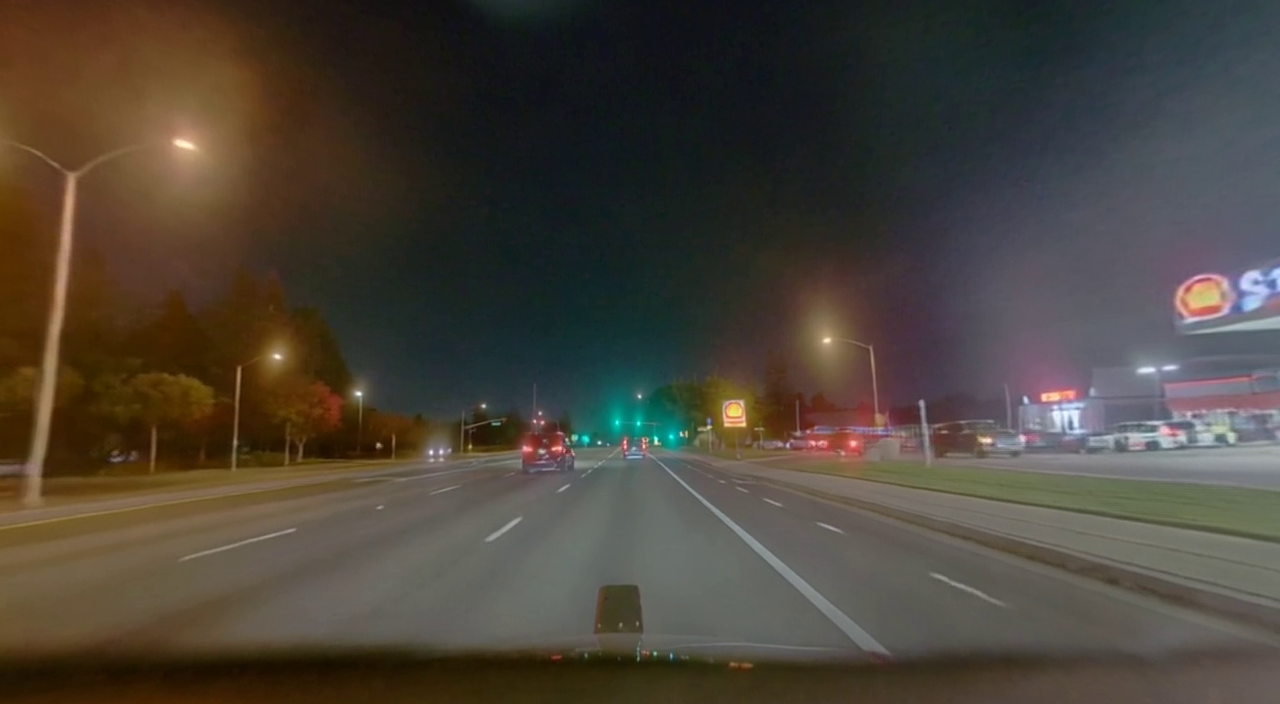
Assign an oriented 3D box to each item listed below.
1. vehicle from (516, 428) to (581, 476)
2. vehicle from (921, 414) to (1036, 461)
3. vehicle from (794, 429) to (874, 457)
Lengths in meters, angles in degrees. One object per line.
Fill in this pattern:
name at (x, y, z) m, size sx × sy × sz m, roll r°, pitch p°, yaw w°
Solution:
vehicle at (-3.648, 4.080, 26.003) m, size 1.985 × 1.772 × 4.479 m, roll 0°, pitch -8°, yaw 0°
vehicle at (14.347, 3.706, 27.196) m, size 2.041 × 1.793 × 5.054 m, roll 0°, pitch -8°, yaw -2°
vehicle at (12.873, 6.069, 42.093) m, size 4.612 × 1.491 × 2.061 m, roll -4°, pitch -8°, yaw 2°
